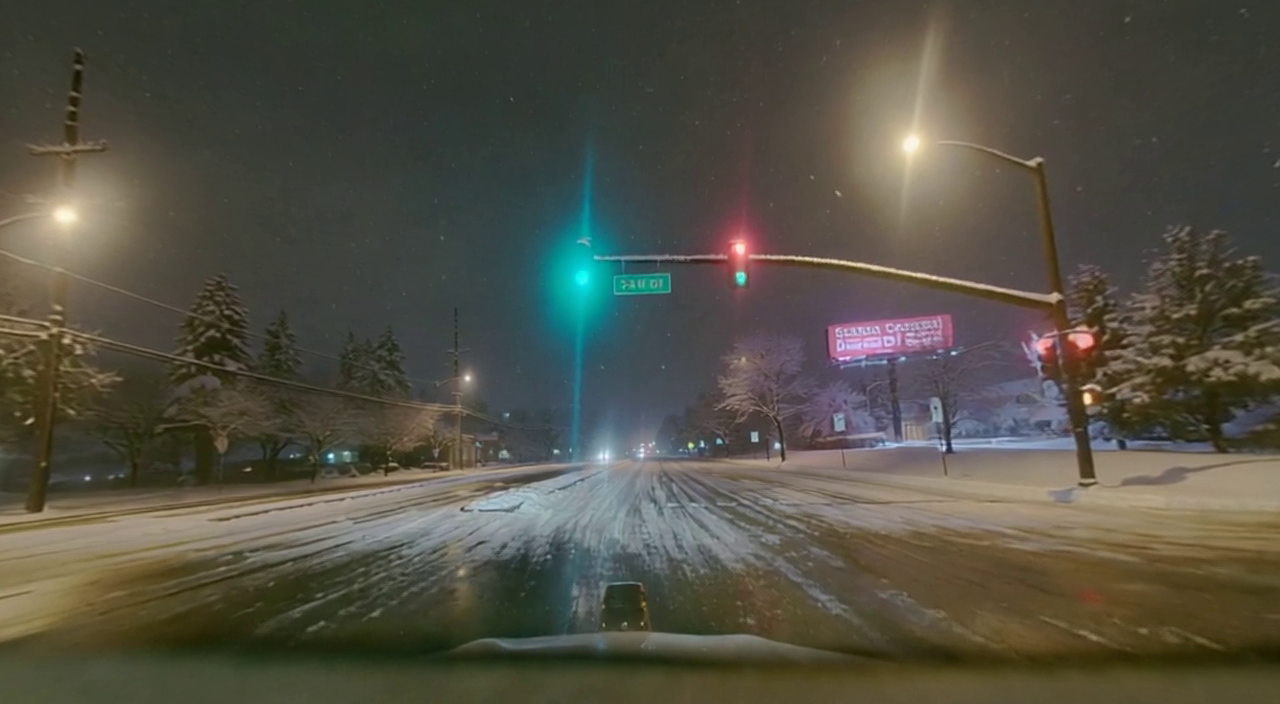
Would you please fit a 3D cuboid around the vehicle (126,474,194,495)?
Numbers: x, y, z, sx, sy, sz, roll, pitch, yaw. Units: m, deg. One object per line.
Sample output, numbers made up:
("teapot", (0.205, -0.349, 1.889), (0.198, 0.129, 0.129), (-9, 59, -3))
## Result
("vehicle", (-37.419, 10.319, 49.249), (1.736, 1.399, 4.271), (-1, -9, 4))
